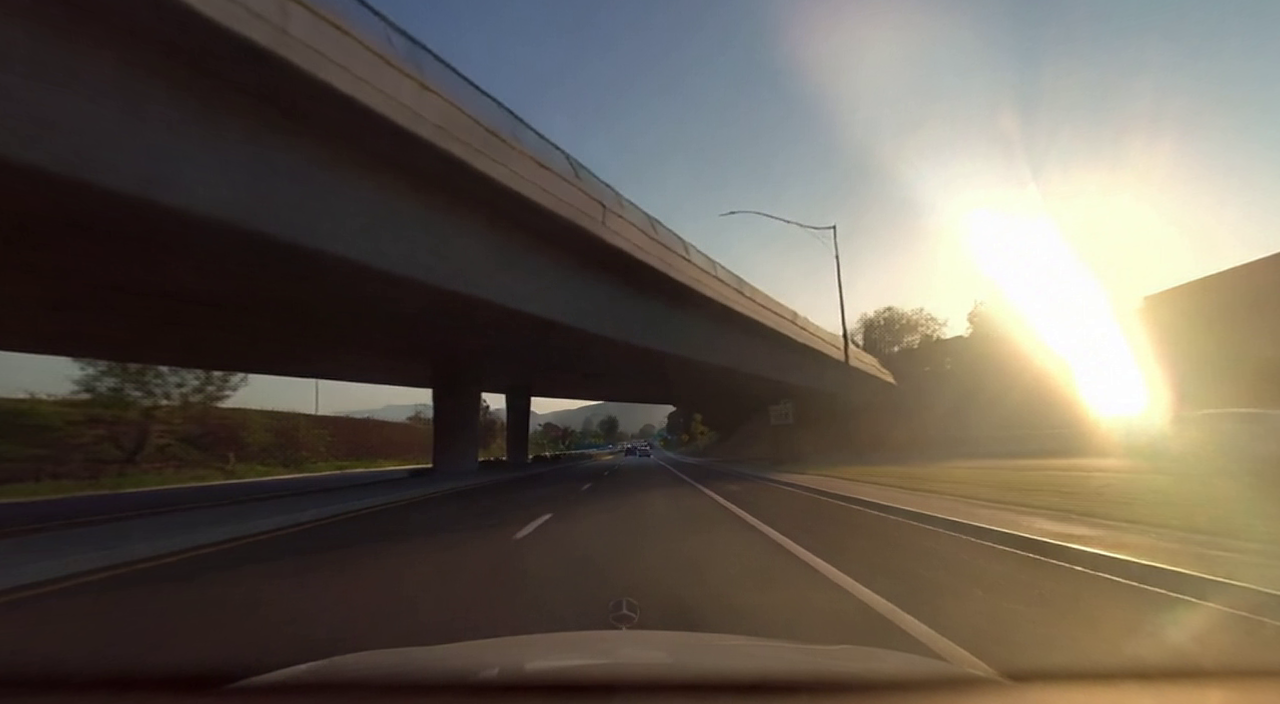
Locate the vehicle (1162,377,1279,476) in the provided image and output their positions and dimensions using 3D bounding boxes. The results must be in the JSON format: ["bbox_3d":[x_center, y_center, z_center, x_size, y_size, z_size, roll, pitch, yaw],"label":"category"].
[{"bbox_3d":[28.467,2.796,24.417,2.939,4.075,14.109,1,-9,-8],"label":"vehicle"}]
